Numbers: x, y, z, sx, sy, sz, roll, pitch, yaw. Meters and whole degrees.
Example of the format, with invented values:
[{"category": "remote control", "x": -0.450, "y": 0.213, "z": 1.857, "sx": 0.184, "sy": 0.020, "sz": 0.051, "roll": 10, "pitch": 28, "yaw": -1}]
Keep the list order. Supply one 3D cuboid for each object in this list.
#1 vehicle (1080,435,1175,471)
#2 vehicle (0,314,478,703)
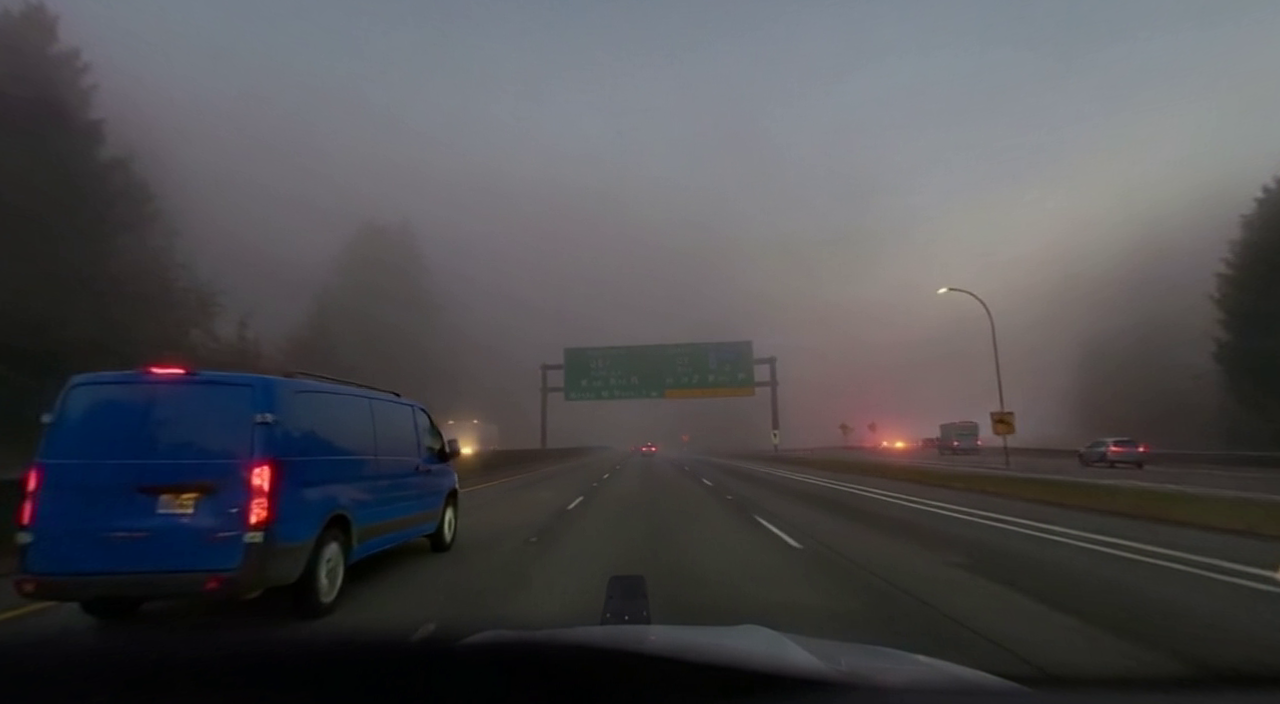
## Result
[{"category": "vehicle", "x": 21.573, "y": 4.476, "z": 28.018, "sx": 1.859, "sy": 1.498, "sz": 3.547, "roll": -2, "pitch": -8, "yaw": 12}, {"category": "vehicle", "x": -3.249, "y": 1.121, "z": 5.619, "sx": 2.281, "sy": 2.025, "sz": 4.586, "roll": 0, "pitch": -8, "yaw": 1}]
